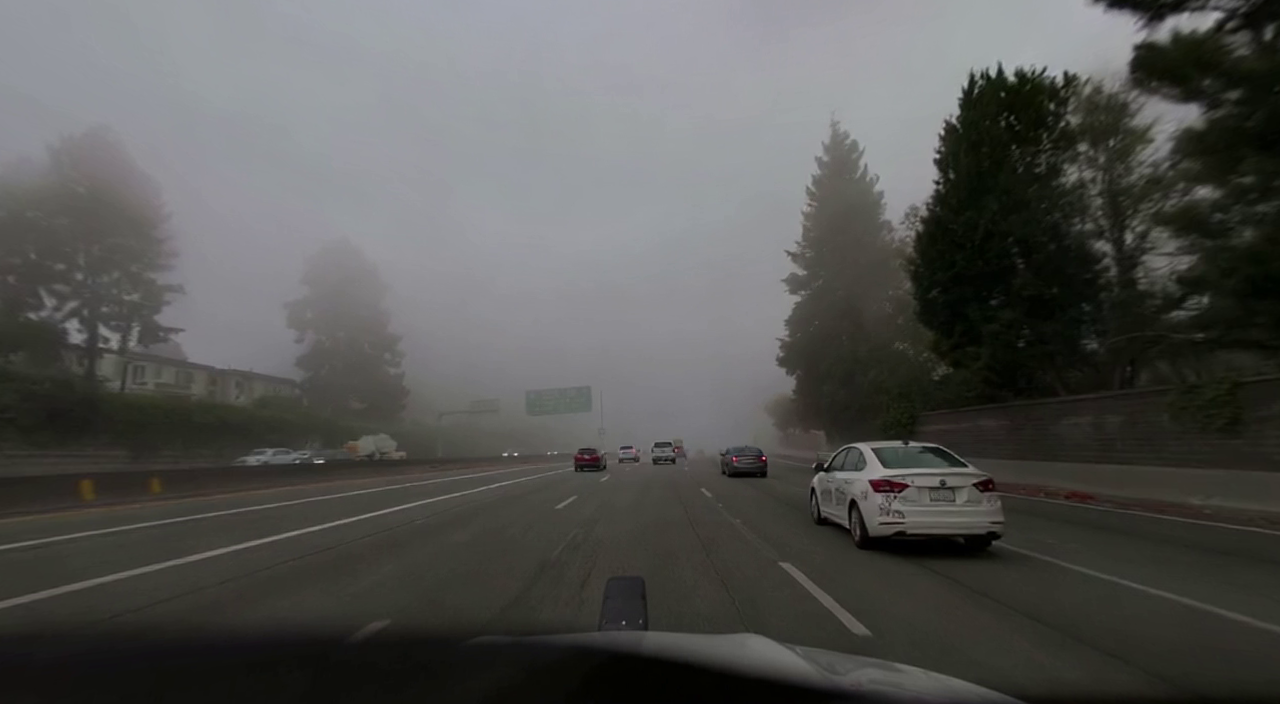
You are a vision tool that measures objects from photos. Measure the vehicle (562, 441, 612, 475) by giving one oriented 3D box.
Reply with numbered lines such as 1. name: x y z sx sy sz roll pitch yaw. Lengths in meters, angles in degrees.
1. vehicle: -2.836 5.821 34.929 2.070 1.740 4.678 -1 -8 4

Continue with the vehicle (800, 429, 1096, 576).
1. vehicle: 3.765 1.885 8.772 1.912 1.509 4.291 0 -8 0

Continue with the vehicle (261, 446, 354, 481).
1. vehicle: -18.021 6.040 34.518 2.086 1.731 5.031 -1 -8 3

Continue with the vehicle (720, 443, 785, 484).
1. vehicle: 4.325 4.331 24.833 1.854 1.438 3.954 0 -8 0

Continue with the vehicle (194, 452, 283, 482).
1. vehicle: -21.992 6.308 34.747 1.856 1.467 4.336 -1 -8 3

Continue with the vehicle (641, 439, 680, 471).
1. vehicle: 1.250 6.147 37.897 2.183 1.764 4.134 -1 -8 3

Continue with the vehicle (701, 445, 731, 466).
1. vehicle: 5.726 7.795 47.667 2.078 1.456 3.926 -1 -8 5
